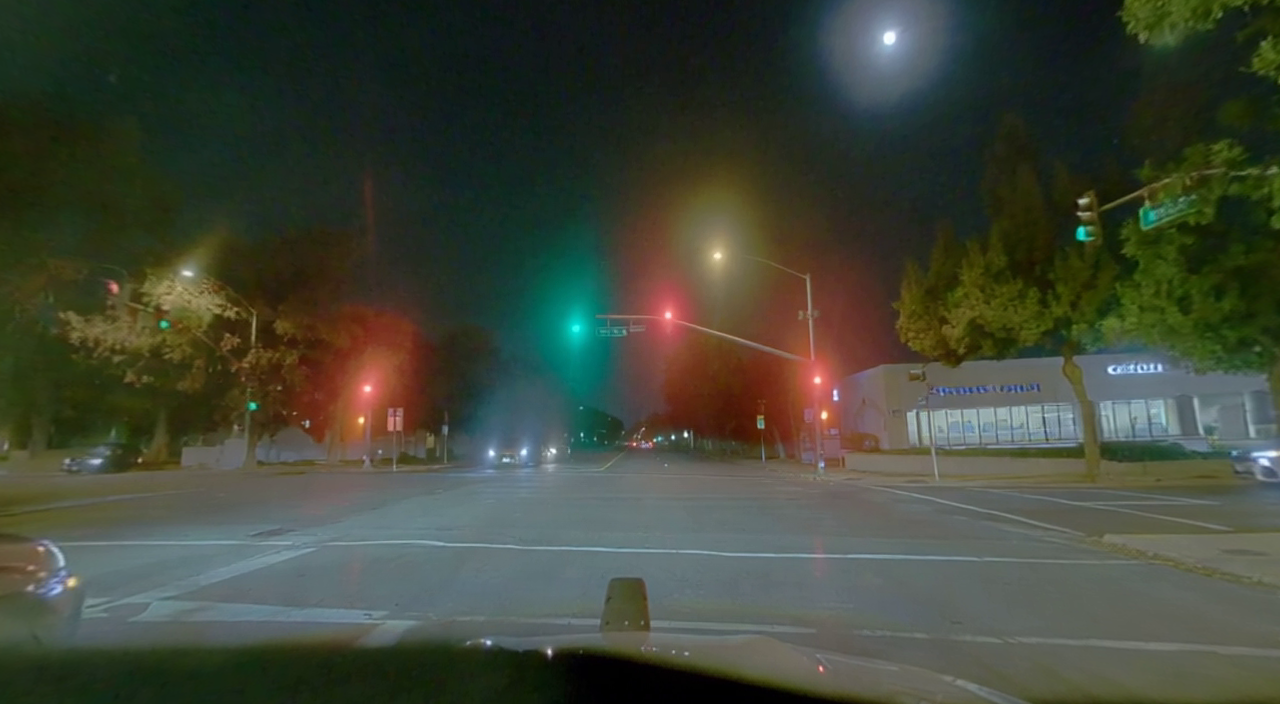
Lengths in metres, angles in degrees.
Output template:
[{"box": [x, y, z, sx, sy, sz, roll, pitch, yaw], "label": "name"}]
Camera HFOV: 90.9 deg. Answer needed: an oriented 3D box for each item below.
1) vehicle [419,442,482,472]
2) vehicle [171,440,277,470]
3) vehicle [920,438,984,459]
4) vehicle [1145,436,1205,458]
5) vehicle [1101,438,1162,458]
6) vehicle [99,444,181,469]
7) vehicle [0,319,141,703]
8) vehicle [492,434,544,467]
[{"box": [-10.635, 5.903, 35.701, 2.041, 1.548, 4.868, 0, -8, 0], "label": "vehicle"}, {"box": [-24.545, 6.070, 37.315, 4.844, 1.690, 2.028, 0, -8, 2], "label": "vehicle"}, {"box": [21.472, 6.646, 43.376, 3.576, 1.425, 1.702, 2, -9, -12], "label": "vehicle"}, {"box": [41.213, 7.366, 48.696, 1.767, 1.456, 4.191, -5, -12, 15], "label": "vehicle"}, {"box": [38.492, 7.544, 49.500, 1.837, 1.514, 4.786, -2, -9, 13], "label": "vehicle"}, {"box": [-38.665, 8.066, 48.826, 4.516, 1.834, 2.016, 0, -8, -1], "label": "vehicle"}, {"box": [-3.423, 0.519, 0.692, 2.000, 1.789, 4.638, 0, -8, -2], "label": "vehicle"}, {"box": [-7.160, 5.851, 37.451, 2.081, 1.818, 4.782, 0, -8, 1], "label": "vehicle"}]
